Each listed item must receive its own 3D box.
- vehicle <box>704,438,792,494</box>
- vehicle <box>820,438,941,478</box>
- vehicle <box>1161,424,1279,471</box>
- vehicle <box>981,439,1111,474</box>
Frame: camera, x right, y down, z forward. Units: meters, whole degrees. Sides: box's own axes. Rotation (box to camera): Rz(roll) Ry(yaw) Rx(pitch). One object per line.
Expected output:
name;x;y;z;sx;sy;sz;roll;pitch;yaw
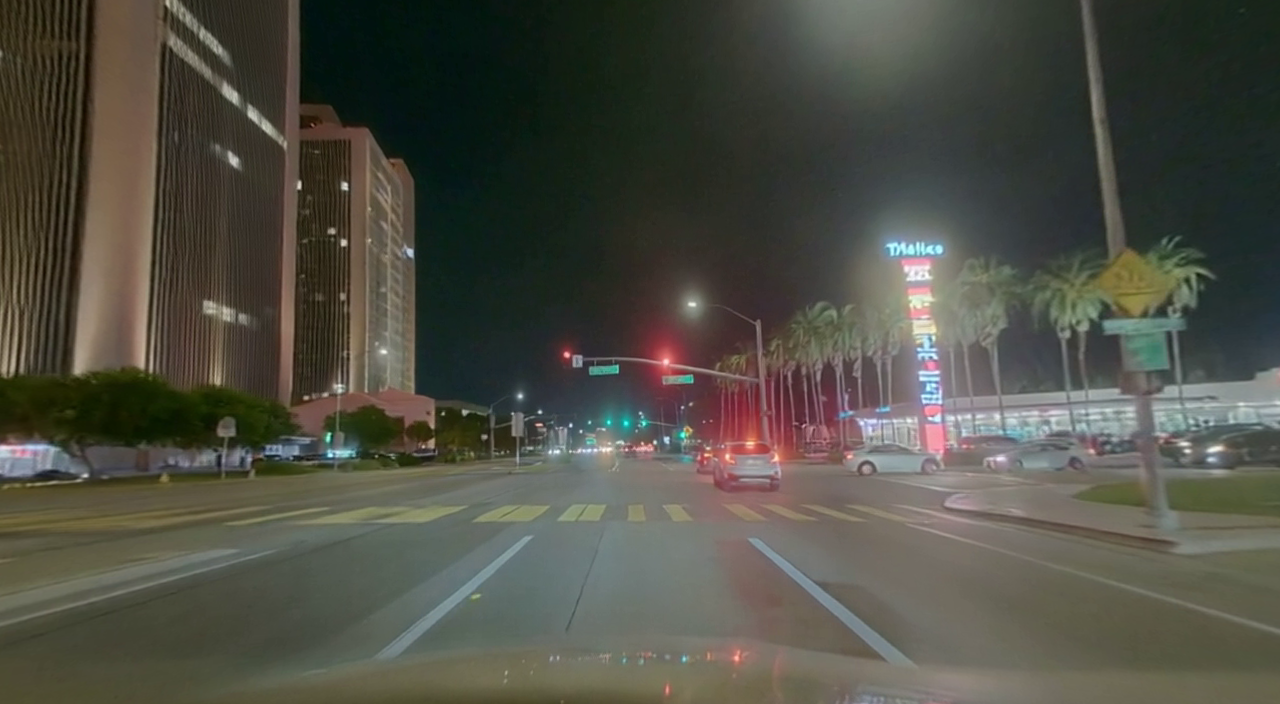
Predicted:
vehicle;3.242;3.495;19.760;1.931;1.534;4.126;0;-8;-1
vehicle;10.526;4.661;27.888;4.448;1.640;2.160;0;-8;-1
vehicle;27.199;4.277;28.093;5.803;1.983;2.284;0;-9;1
vehicle;18.288;4.720;28.541;4.462;1.474;2.083;0;-8;-1
